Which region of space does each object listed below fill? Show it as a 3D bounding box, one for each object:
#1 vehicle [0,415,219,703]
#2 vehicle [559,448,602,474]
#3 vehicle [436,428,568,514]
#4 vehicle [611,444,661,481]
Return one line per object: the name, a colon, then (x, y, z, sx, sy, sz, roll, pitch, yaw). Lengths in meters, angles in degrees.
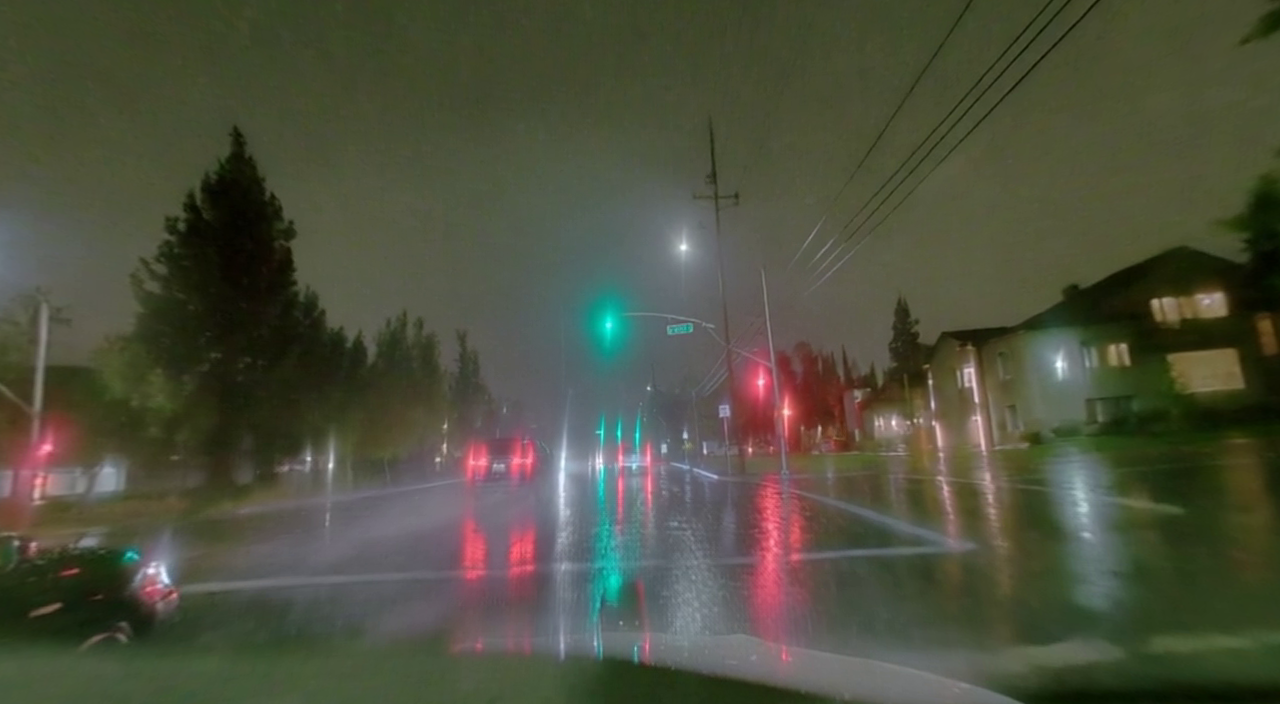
vehicle: (-3.509, 0.835, 1.387, 1.934, 1.475, 4.741, 0, -8, 0)
vehicle: (-3.700, 6.840, 39.872, 2.268, 1.522, 4.350, 0, -8, 0)
vehicle: (-3.175, 2.842, 15.607, 2.157, 1.771, 4.452, -1, -8, 1)
vehicle: (-0.211, 4.854, 28.051, 2.062, 1.518, 3.901, 0, -8, -1)
